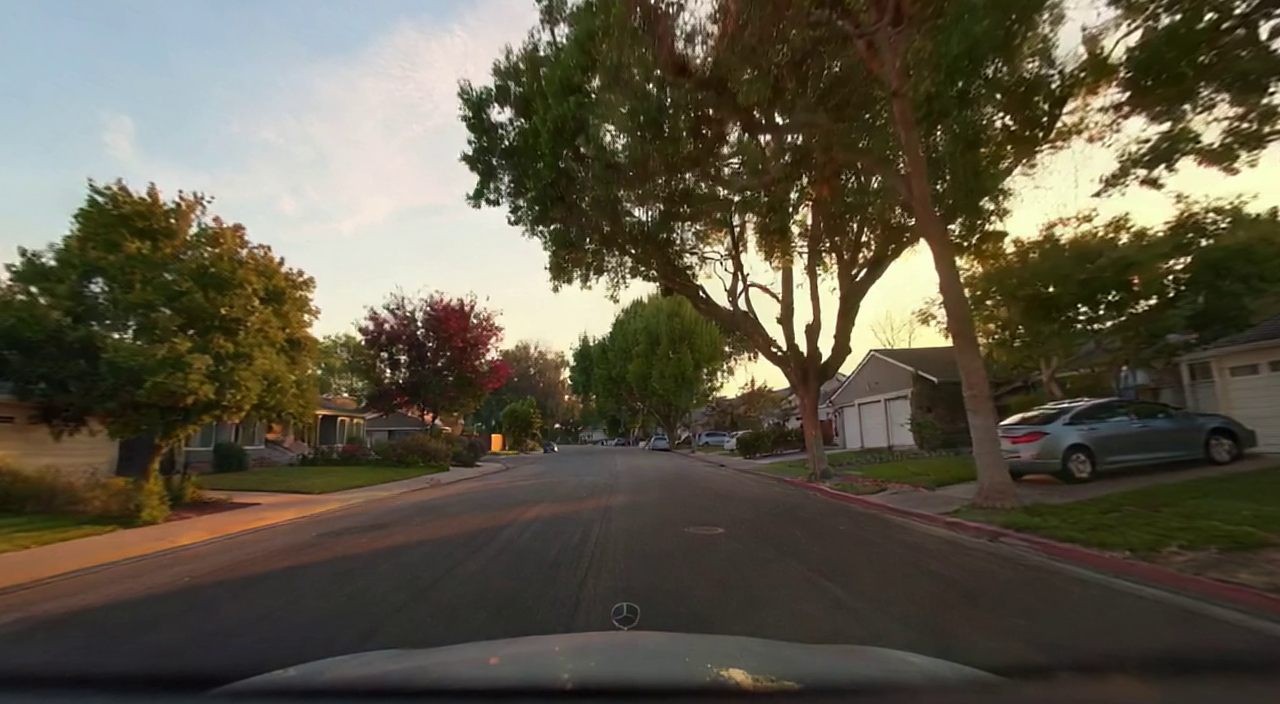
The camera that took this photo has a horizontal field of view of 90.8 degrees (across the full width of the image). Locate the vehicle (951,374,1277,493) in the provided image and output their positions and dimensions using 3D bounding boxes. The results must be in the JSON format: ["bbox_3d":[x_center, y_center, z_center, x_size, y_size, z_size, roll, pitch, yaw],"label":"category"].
[{"bbox_3d":[10.365,1.831,14.199,5.307,1.940,2.412,-5,-8,-4],"label":"vehicle"}]
